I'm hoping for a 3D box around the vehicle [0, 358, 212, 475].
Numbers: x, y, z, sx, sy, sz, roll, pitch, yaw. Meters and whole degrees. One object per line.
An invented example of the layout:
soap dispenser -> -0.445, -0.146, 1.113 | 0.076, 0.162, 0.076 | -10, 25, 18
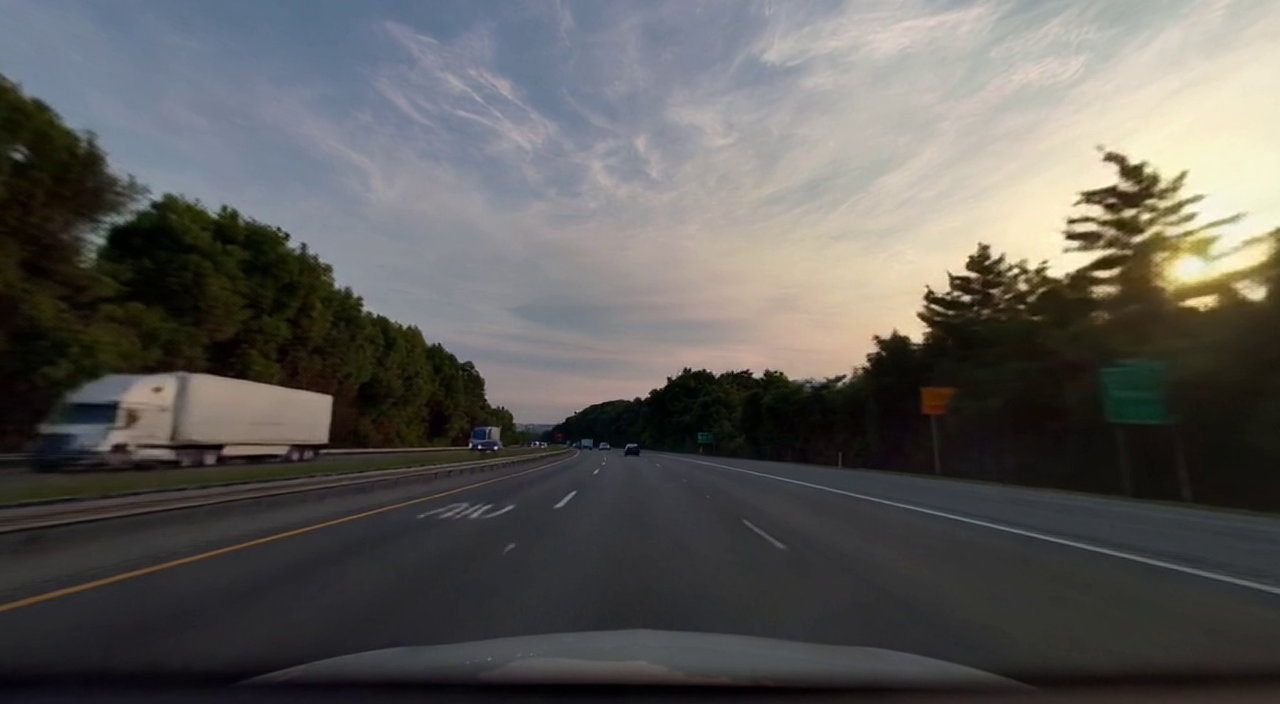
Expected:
vehicle -> -20.356, 2.639, 24.528 | 2.957, 3.978, 6.241 | 0, -9, -2
